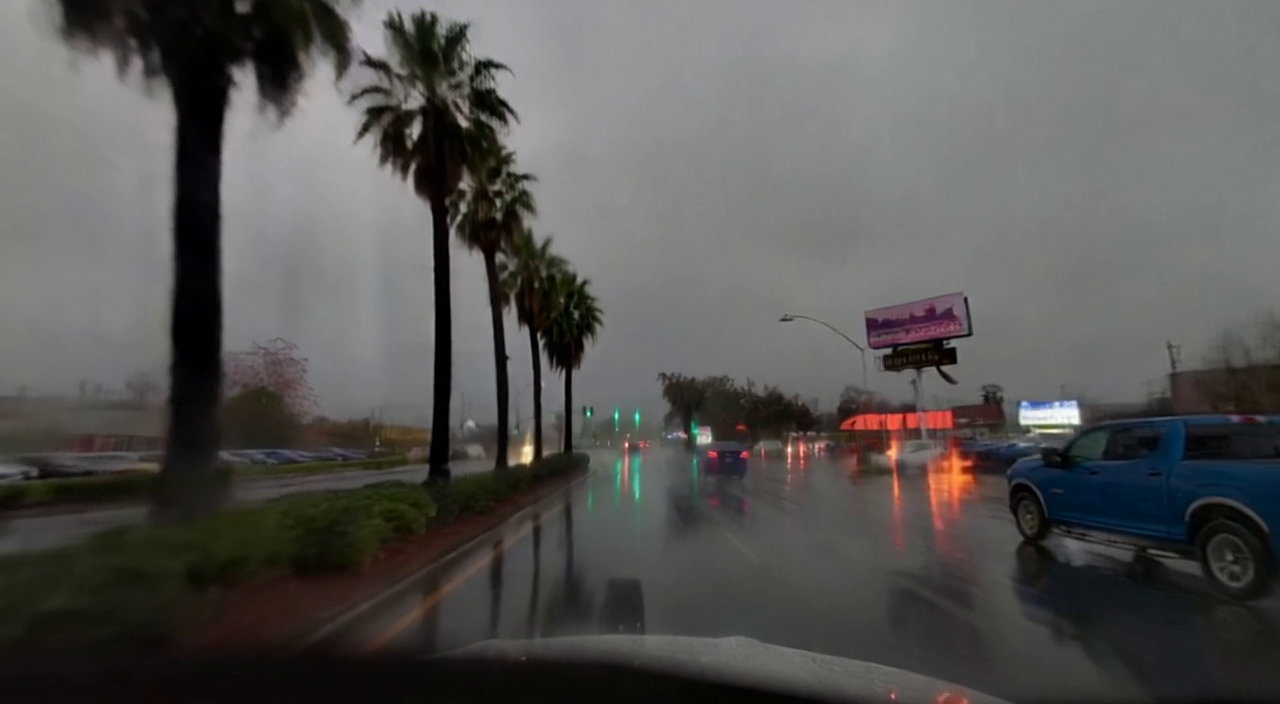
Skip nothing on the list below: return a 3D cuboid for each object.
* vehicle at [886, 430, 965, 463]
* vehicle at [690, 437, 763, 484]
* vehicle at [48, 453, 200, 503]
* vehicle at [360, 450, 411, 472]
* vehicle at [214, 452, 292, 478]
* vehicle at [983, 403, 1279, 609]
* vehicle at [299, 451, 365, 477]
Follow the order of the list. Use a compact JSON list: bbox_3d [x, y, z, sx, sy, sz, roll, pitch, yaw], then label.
[{"bbox_3d":[18.389,6.159,41.067,2.300,1.966,6.004,0,-9,0],"label":"vehicle"},{"bbox_3d":[3.066,3.942,23.240,1.889,1.541,4.303,0,-9,-2],"label":"vehicle"},{"bbox_3d":[-19.395,4.694,24.101,1.840,1.524,4.923,-3,-8,-2],"label":"vehicle"},{"bbox_3d":[-19.681,8.427,49.132,1.871,1.519,5.002,0,-9,0],"label":"vehicle"},{"bbox_3d":[-24.564,7.170,40.328,1.899,1.499,4.911,0,-9,-1],"label":"vehicle"},{"bbox_3d":[6.100,1.425,6.400,2.140,1.606,5.437,0,-9,-1],"label":"vehicle"},{"bbox_3d":[-19.570,7.111,40.386,1.900,1.481,4.684,0,-9,0],"label":"vehicle"}]
